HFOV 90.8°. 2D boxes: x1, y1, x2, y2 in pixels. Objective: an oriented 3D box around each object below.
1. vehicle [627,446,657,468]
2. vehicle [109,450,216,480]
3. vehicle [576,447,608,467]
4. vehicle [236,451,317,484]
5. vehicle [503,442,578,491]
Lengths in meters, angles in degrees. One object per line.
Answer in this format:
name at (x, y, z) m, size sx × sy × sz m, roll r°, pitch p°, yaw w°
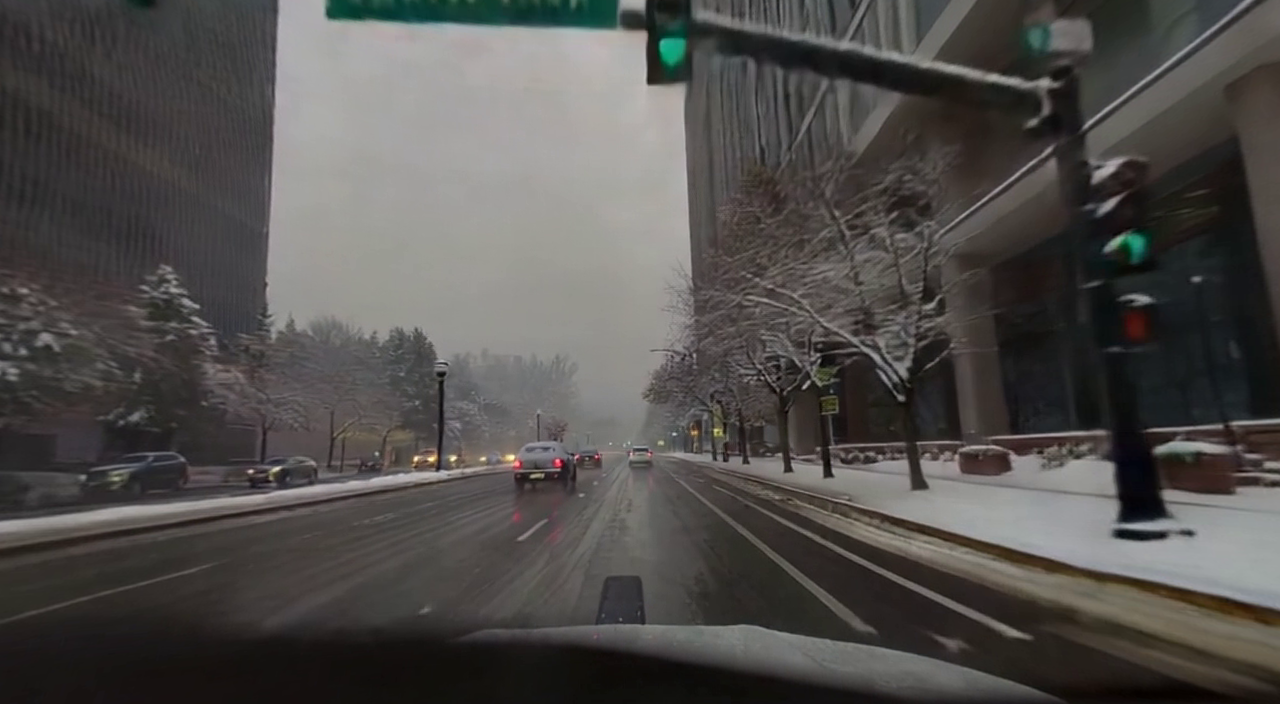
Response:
vehicle at (0.134, 7.546, 45.700) m, size 2.102 × 1.482 × 4.125 m, roll 0°, pitch -8°, yaw -1°
vehicle at (-33.140, 7.830, 44.074) m, size 5.549 × 1.937 × 2.207 m, roll 4°, pitch -10°, yaw -29°
vehicle at (-3.620, 8.078, 48.755) m, size 2.088 × 1.430 × 4.482 m, roll 0°, pitch -8°, yaw 1°
vehicle at (-20.435, 6.476, 35.746) m, size 1.900 × 1.638 × 4.567 m, roll 0°, pitch -8°, yaw -1°
vehicle at (-3.372, 3.946, 22.139) m, size 1.983 × 1.545 × 3.773 m, roll 0°, pitch -8°, yaw 1°
